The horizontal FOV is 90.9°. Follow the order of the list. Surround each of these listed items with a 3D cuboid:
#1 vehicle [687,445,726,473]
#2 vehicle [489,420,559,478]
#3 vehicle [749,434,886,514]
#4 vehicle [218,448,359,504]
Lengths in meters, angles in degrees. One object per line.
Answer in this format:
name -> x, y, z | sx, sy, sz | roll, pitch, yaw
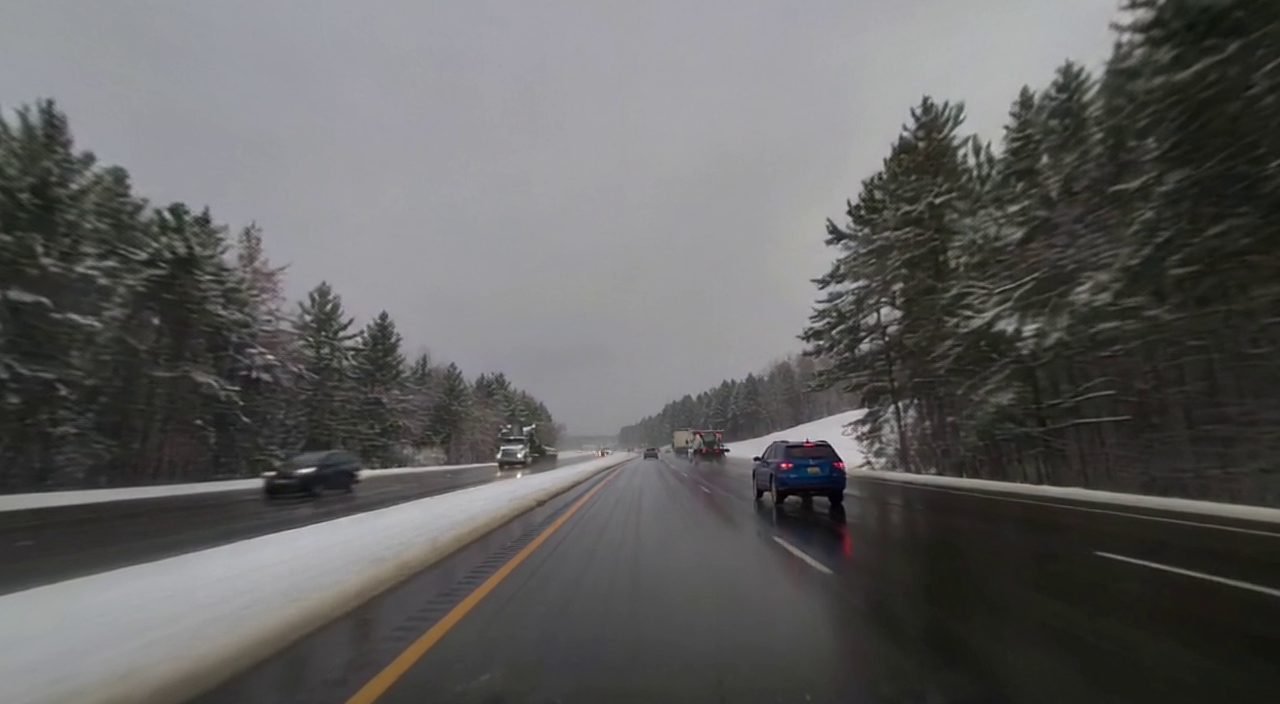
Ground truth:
vehicle -> 4.244, 6.883, 40.704 | 2.022, 1.658, 4.132 | 0, -9, 0
vehicle -> -7.565, 6.508, 42.350 | 3.011, 3.465, 8.510 | 0, -9, 1
vehicle -> 3.981, 2.810, 14.925 | 2.005, 1.604, 4.002 | 0, -9, -1
vehicle -> -12.668, 4.469, 23.245 | 2.143, 1.787, 5.264 | 0, -9, 0
